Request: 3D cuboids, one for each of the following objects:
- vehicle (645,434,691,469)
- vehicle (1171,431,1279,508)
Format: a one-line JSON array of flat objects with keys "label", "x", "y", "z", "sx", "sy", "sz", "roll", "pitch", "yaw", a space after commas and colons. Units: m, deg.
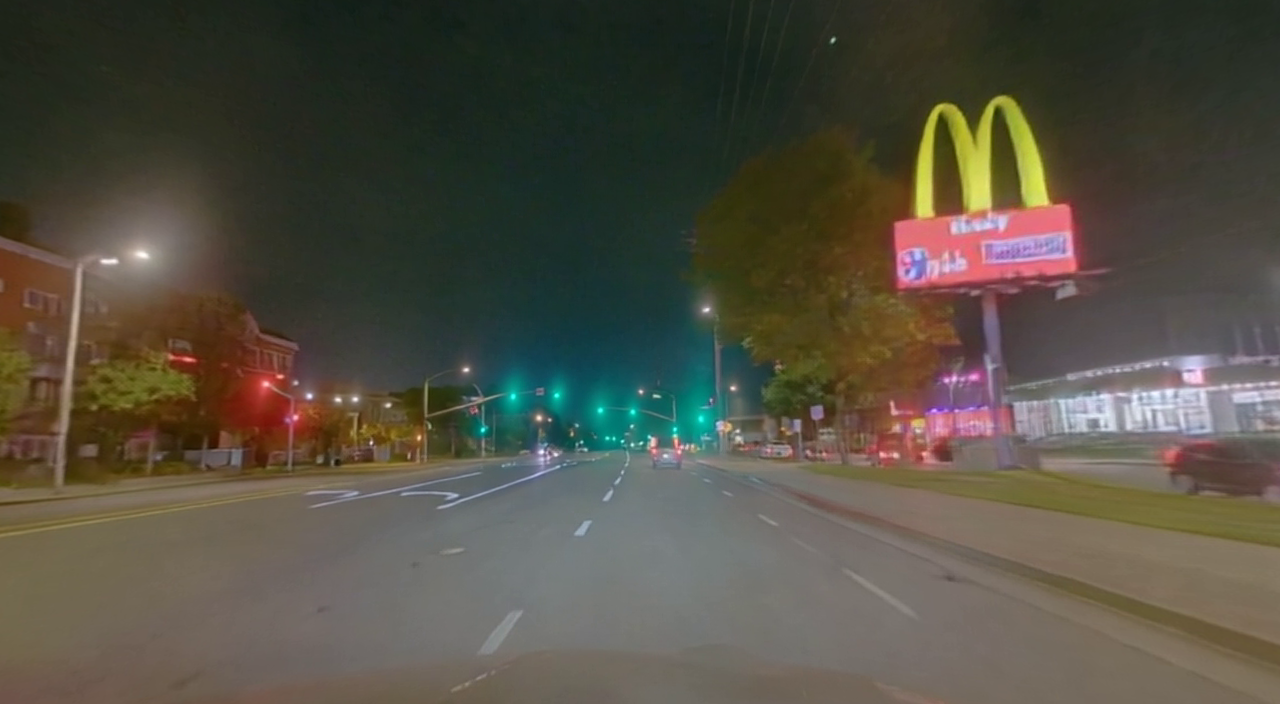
[{"label": "vehicle", "x": 1.417, "y": 5.227, "z": 33.293, "sx": 2.230, "sy": 1.683, "sz": 4.204, "roll": 0, "pitch": -8, "yaw": 1}, {"label": "vehicle", "x": 14.330, "y": 2.423, "z": 13.355, "sx": 4.602, "sy": 1.461, "sz": 1.899, "roll": 1, "pitch": -8, "yaw": -5}]
